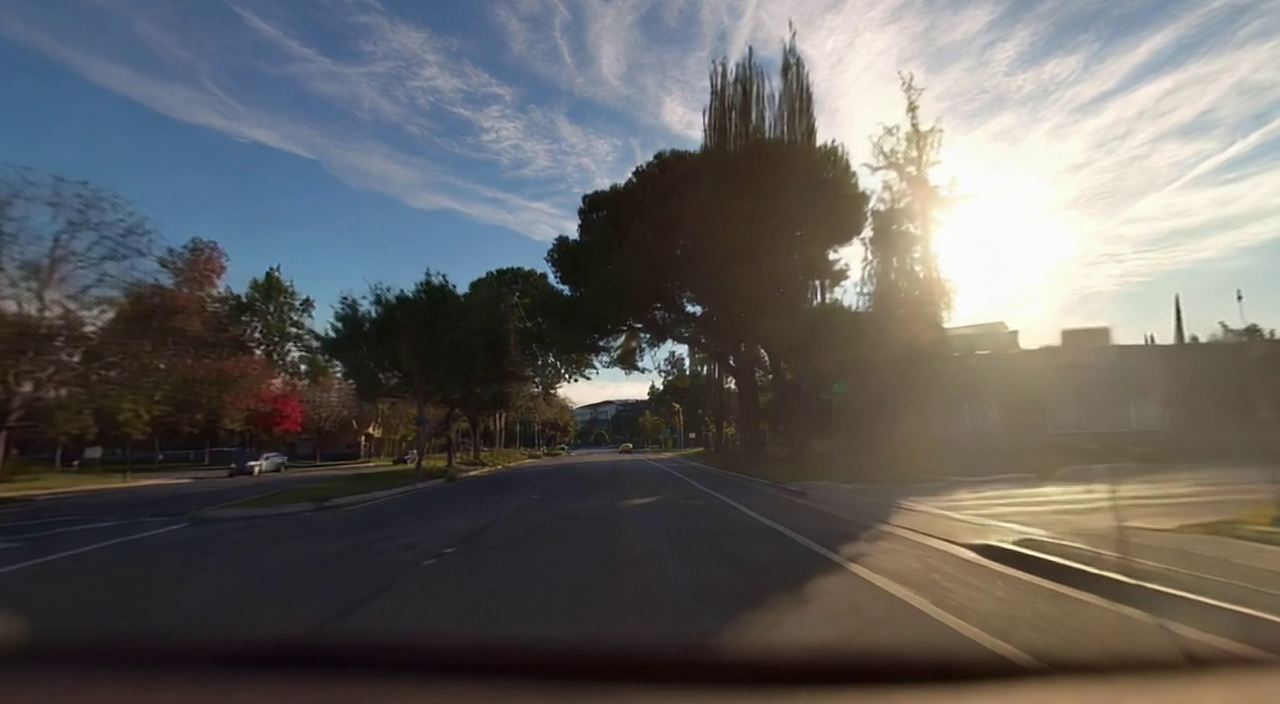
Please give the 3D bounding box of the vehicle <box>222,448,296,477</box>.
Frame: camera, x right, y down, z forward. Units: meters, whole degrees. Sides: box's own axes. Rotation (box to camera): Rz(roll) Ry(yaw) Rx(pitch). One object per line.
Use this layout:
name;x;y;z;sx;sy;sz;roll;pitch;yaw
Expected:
vehicle;-24.758;7.153;41.254;2.150;1.710;4.503;0;-8;-3
